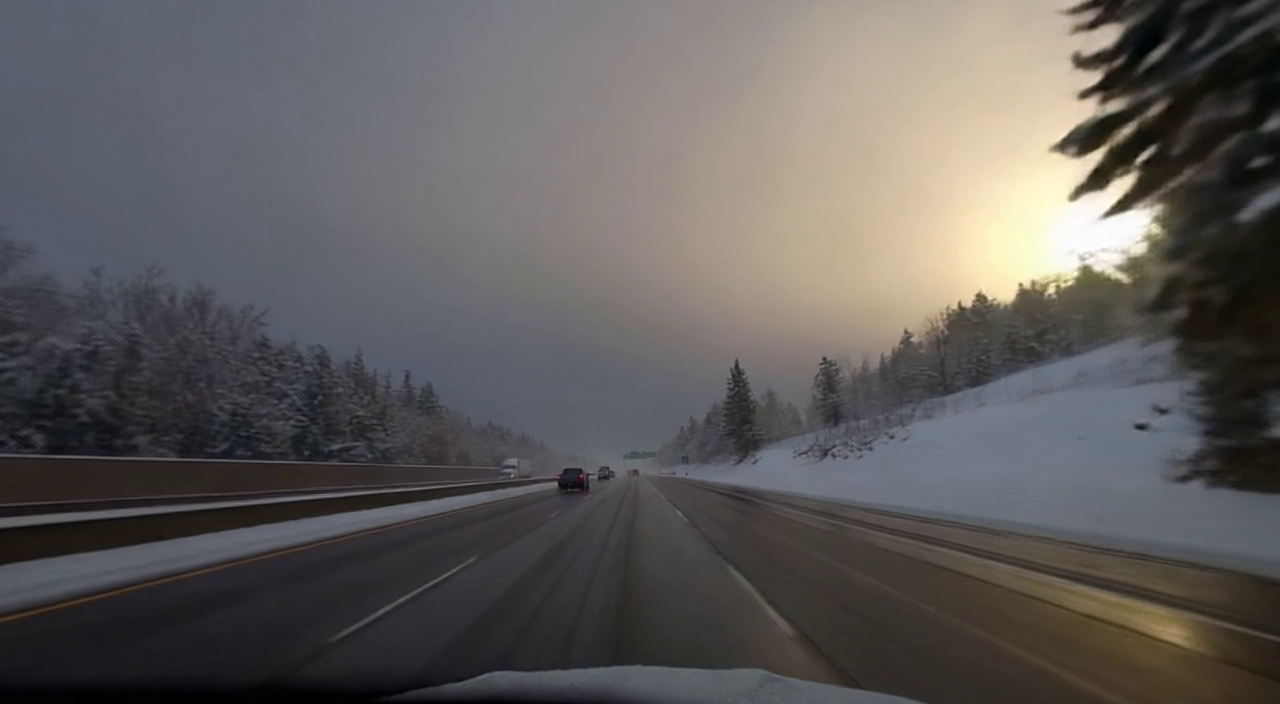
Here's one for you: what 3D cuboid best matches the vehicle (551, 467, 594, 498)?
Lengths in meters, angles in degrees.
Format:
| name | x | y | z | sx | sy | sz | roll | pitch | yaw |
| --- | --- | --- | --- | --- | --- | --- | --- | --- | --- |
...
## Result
| name | x | y | z | sx | sy | sz | roll | pitch | yaw |
| --- | --- | --- | --- | --- | --- | --- | --- | --- | --- |
| vehicle | -3.514 | 6.852 | 33.278 | 1.863 | 1.486 | 3.852 | 1 | -10 | -1 |
